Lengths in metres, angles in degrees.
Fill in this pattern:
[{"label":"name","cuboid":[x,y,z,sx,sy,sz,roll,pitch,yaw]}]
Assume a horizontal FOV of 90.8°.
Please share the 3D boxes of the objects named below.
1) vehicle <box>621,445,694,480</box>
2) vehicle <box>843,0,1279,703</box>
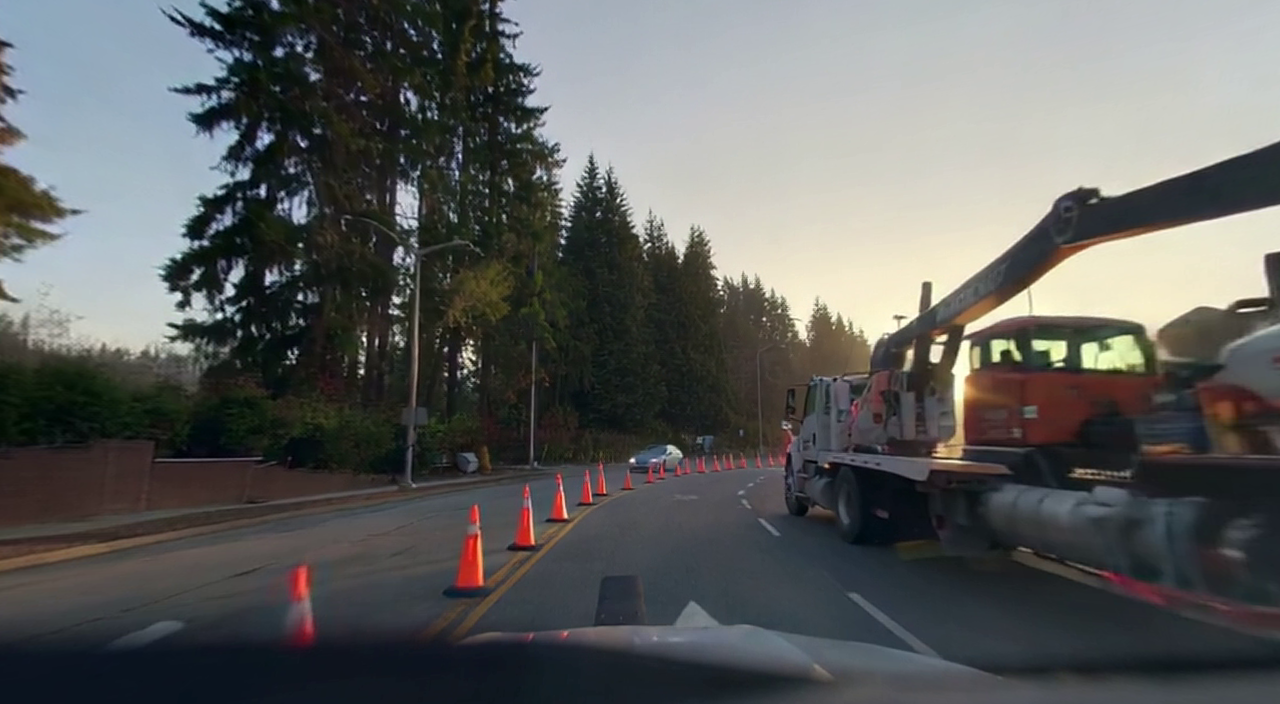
[{"label":"vehicle","cuboid":[0.934,5.222,30.179,1.945,1.494,4.201,-4,-10,25]},{"label":"vehicle","cuboid":[3.565,0.462,4.217,2.874,2.542,4.840,0,-9,2]}]
